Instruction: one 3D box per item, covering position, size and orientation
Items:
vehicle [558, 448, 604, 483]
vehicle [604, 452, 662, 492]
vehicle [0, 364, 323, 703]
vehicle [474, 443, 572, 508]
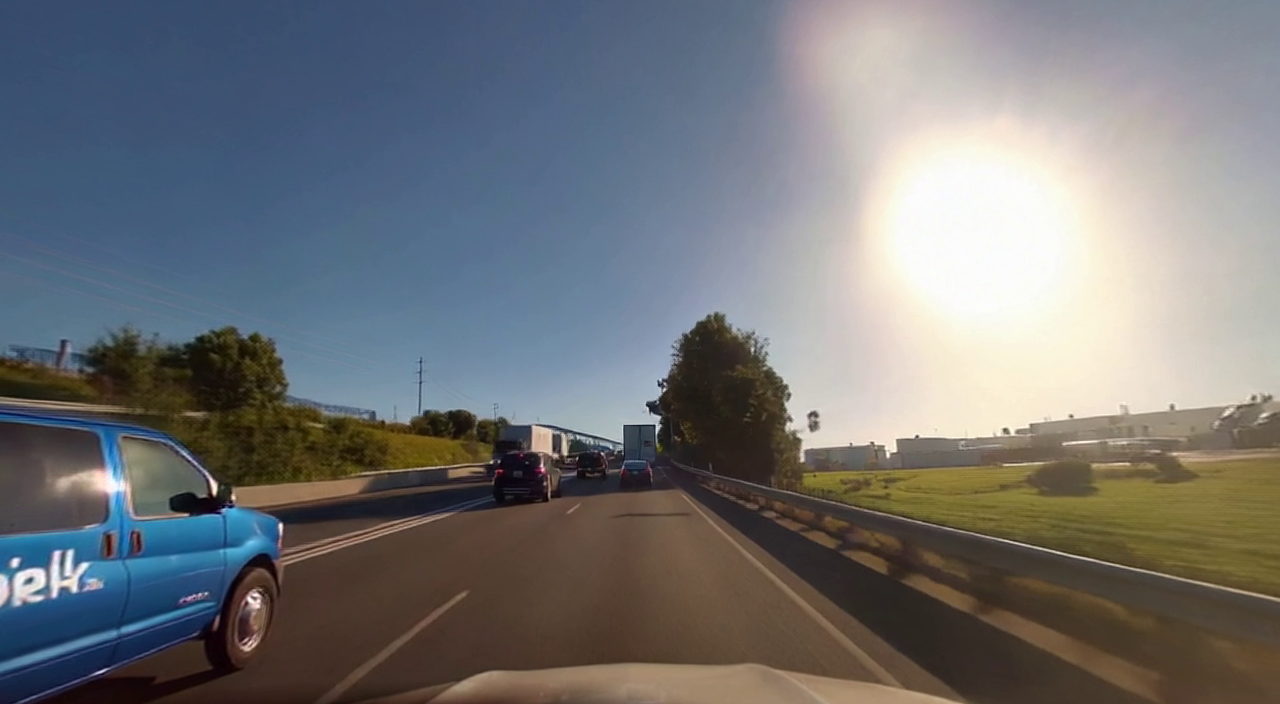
[{"bbox_3d":[-3.022,5.925,33.167,1.994,1.663,4.047,-1,-9,1],"label":"vehicle"},{"bbox_3d":[-0.253,4.641,24.796,2.095,1.393,3.908,0,-9,0],"label":"vehicle"},{"bbox_3d":[-3.234,0.870,1.945,2.117,1.688,4.582,0,-9,0],"label":"vehicle"},{"bbox_3d":[-3.185,3.457,18.067,1.937,1.600,4.141,-1,-9,1],"label":"vehicle"}]
